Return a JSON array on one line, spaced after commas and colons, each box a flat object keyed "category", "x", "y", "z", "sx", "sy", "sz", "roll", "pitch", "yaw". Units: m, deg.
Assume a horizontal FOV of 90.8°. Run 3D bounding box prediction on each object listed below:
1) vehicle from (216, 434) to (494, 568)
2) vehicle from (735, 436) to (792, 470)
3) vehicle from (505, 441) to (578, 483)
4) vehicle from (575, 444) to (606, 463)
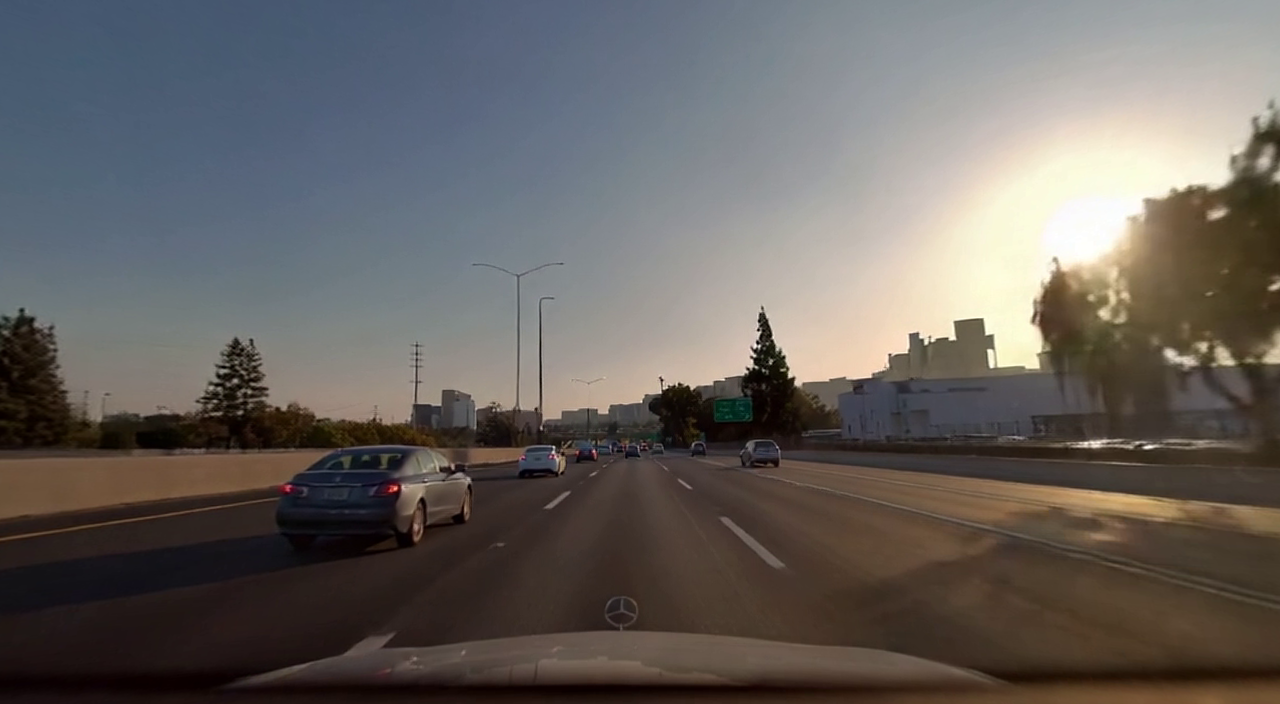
[{"category": "vehicle", "x": -3.586, "y": 1.939, "z": 9.026, "sx": 1.959, "sy": 1.433, "sz": 4.291, "roll": 0, "pitch": -9, "yaw": 0}, {"category": "vehicle", "x": 6.833, "y": 5.632, "z": 35.439, "sx": 2.147, "sy": 1.769, "sz": 4.666, "roll": 0, "pitch": -9, "yaw": -1}, {"category": "vehicle", "x": -3.719, "y": 4.272, "z": 24.757, "sx": 2.047, "sy": 1.469, "sz": 4.614, "roll": 0, "pitch": -9, "yaw": 1}, {"category": "vehicle", "x": -3.867, "y": 7.985, "z": 49.772, "sx": 2.078, "sy": 1.464, "sz": 4.093, "roll": 0, "pitch": -9, "yaw": 0}]
